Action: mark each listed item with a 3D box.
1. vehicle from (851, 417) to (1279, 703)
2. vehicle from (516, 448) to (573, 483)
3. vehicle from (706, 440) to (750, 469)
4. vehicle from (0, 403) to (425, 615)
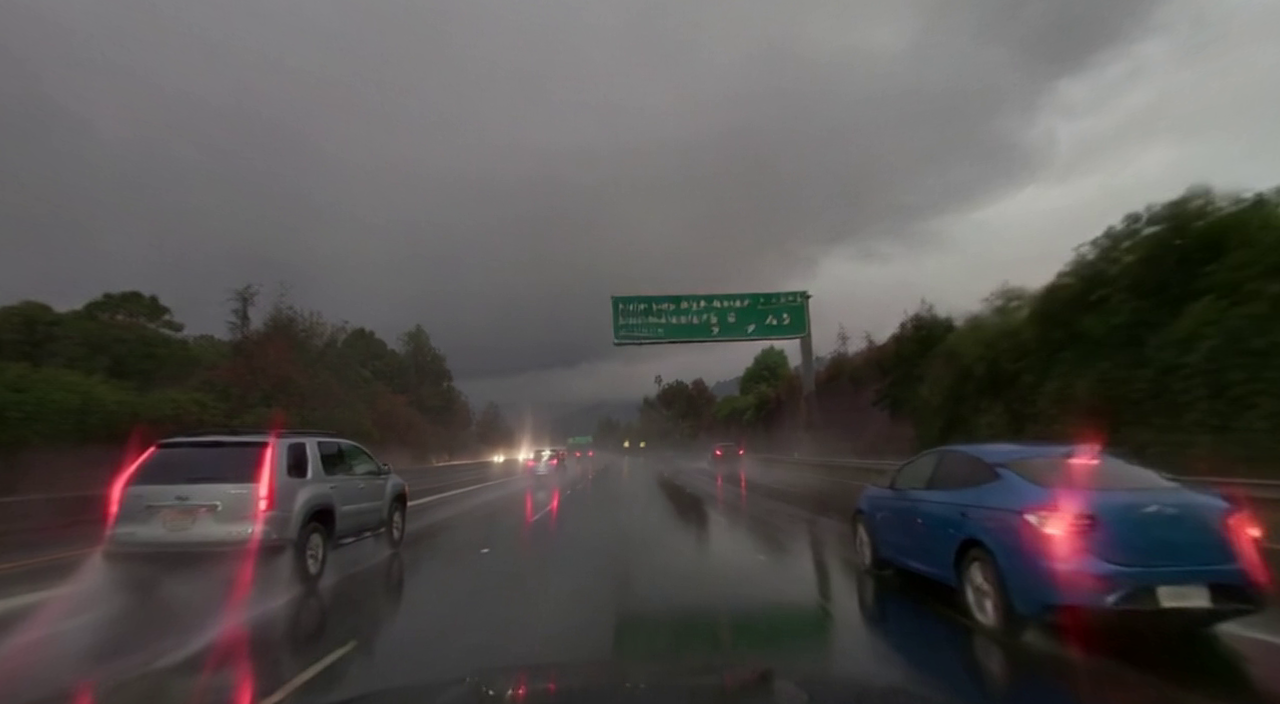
[{"bbox_3d":[3.710,1.483,5.644,2.120,1.572,4.344,0,-9,0],"label":"vehicle"},{"bbox_3d":[-4.333,5.232,29.306,2.009,1.488,4.289,0,-9,-1],"label":"vehicle"},{"bbox_3d":[6.611,7.745,47.677,2.378,2.096,5.119,0,-9,-2],"label":"vehicle"},{"bbox_3d":[-4.338,1.636,7.444,2.079,1.745,4.281,0,-9,0],"label":"vehicle"}]
